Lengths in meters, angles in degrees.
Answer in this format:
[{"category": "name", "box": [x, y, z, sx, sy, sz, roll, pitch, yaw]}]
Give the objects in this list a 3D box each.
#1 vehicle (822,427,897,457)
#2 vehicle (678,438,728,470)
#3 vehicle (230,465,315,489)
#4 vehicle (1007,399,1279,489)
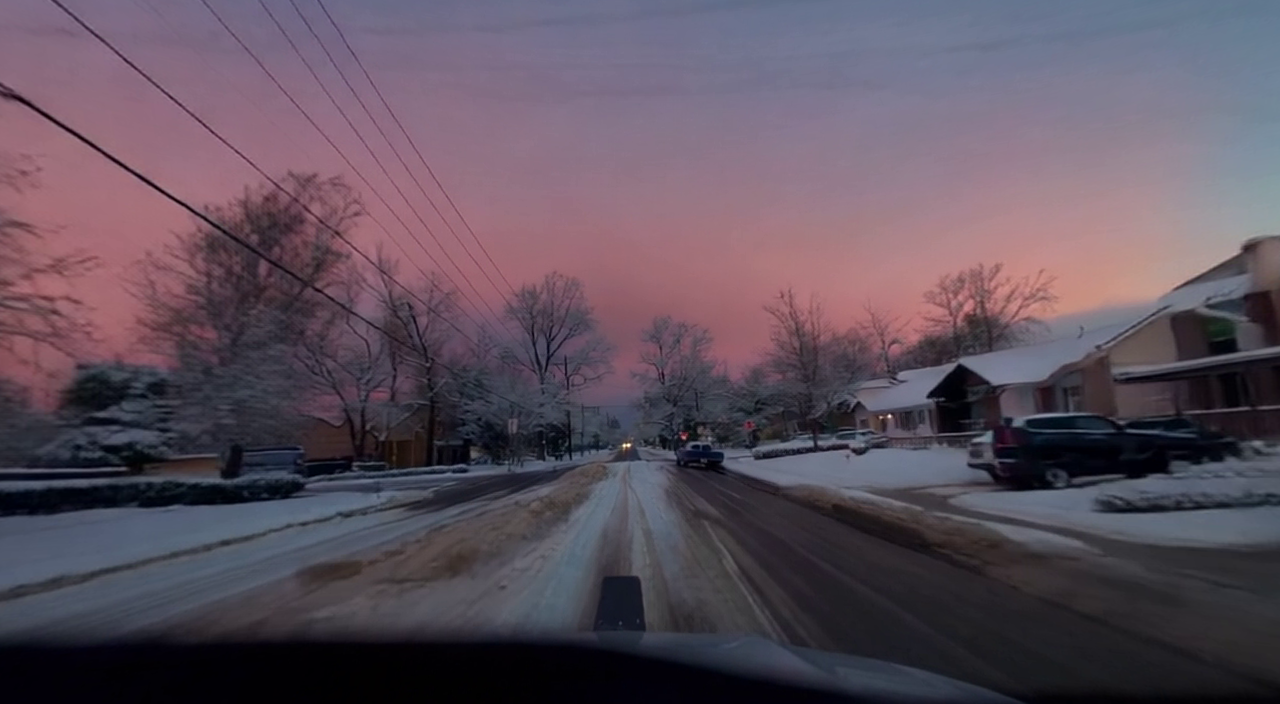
[{"category": "vehicle", "box": [15.044, 6.162, 43.421, 4.283, 1.660, 2.035, -4, -6, -1]}, {"category": "vehicle", "box": [3.526, 5.804, 36.202, 2.134, 1.720, 4.515, 0, -8, -3]}, {"category": "vehicle", "box": [-24.133, 8.220, 41.552, 4.479, 1.475, 1.842, -1, -8, 2]}, {"category": "vehicle", "box": [10.991, 2.036, 13.967, 4.382, 1.794, 2.100, -1, -8, 3]}]
